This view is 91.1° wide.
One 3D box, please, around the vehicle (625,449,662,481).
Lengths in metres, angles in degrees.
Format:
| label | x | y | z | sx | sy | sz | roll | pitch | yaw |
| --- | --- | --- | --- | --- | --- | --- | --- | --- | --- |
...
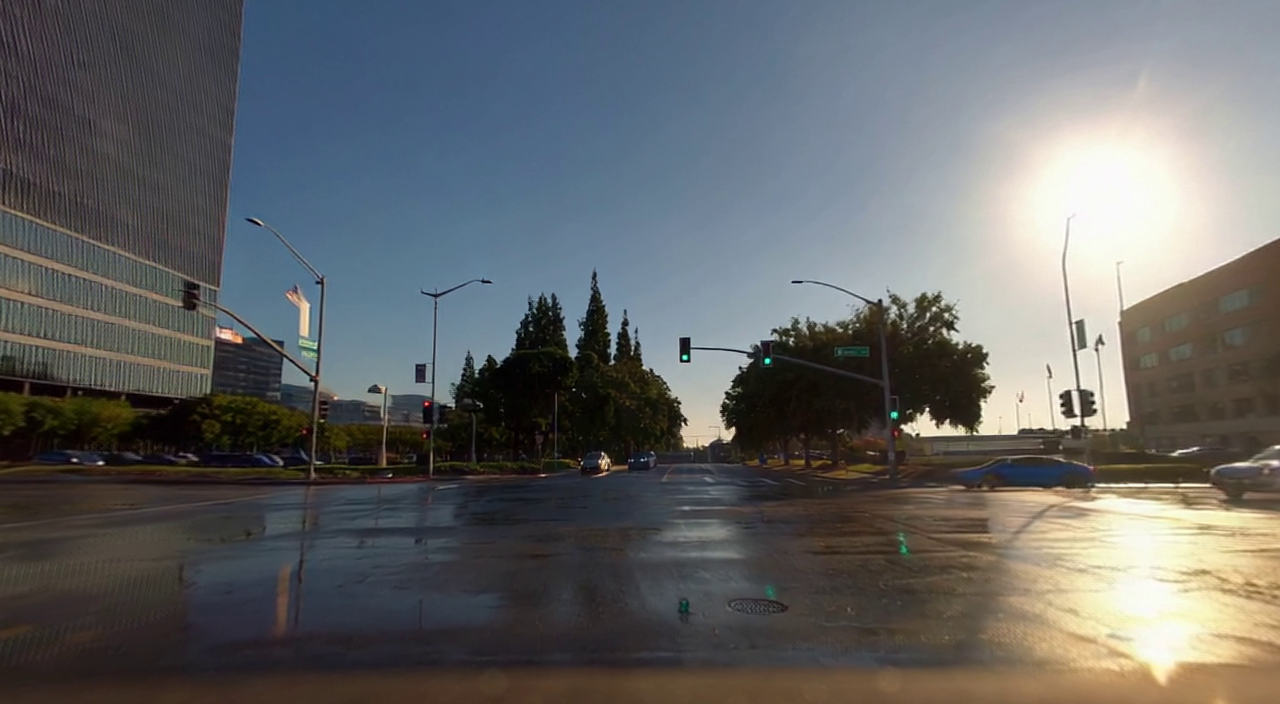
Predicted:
| label | x | y | z | sx | sy | sz | roll | pitch | yaw |
| --- | --- | --- | --- | --- | --- | --- | --- | --- | --- |
| vehicle | 0.250 | 6.606 | 37.016 | 2.018 | 1.699 | 4.751 | 0 | -9 | 1 |

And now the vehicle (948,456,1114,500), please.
| label | x | y | z | sx | sy | sz | roll | pitch | yaw |
| --- | --- | --- | --- | --- | --- | --- | --- | --- | --- |
| vehicle | 14.643 | 4.736 | 23.852 | 4.896 | 1.503 | 1.971 | -3 | -9 | 15 |

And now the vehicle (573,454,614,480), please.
| label | x | y | z | sx | sy | sz | roll | pitch | yaw |
| --- | --- | --- | --- | --- | --- | --- | --- | --- | --- |
| vehicle | -2.886 | 7.236 | 39.763 | 2.068 | 1.486 | 4.664 | 0 | -9 | 2 |
